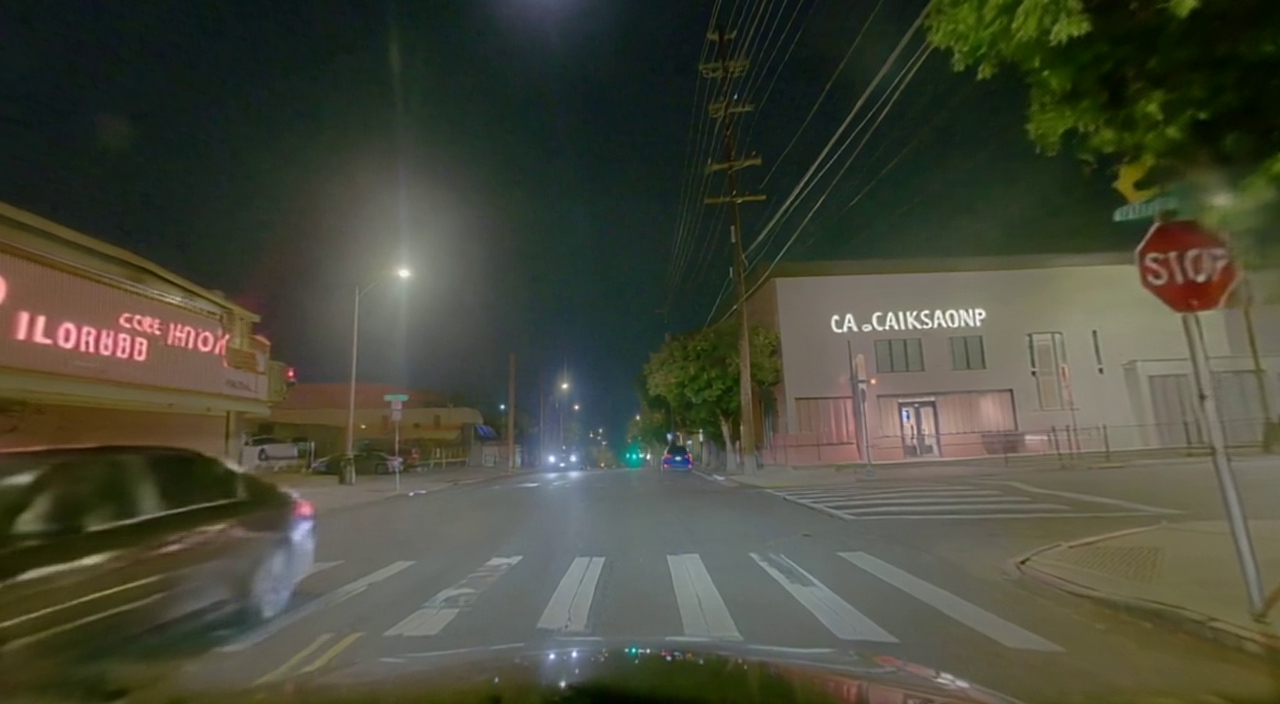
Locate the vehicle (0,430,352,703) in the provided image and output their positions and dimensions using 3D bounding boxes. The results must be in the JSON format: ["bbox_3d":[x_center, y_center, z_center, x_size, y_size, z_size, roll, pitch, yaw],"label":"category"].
[{"bbox_3d":[-3.908,1.291,3.958,2.140,1.512,4.536,0,-8,-1],"label":"vehicle"}]

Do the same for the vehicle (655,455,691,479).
[{"bbox_3d":[2.102,7.384,40.781,1.877,1.373,3.854,0,-9,-4],"label":"vehicle"}]

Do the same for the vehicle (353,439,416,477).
[{"bbox_3d":[-19.486,8.058,48.561,2.256,2.668,5.979,0,-7,0],"label":"vehicle"}]

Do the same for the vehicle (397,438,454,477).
[{"bbox_3d":[-16.558,8.181,49.118,2.715,2.789,6.225,0,-9,-5],"label":"vehicle"}]

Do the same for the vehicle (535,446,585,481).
[{"bbox_3d":[-4.843,6.792,38.897,2.495,1.966,4.846,0,-9,-1],"label":"vehicle"}]
